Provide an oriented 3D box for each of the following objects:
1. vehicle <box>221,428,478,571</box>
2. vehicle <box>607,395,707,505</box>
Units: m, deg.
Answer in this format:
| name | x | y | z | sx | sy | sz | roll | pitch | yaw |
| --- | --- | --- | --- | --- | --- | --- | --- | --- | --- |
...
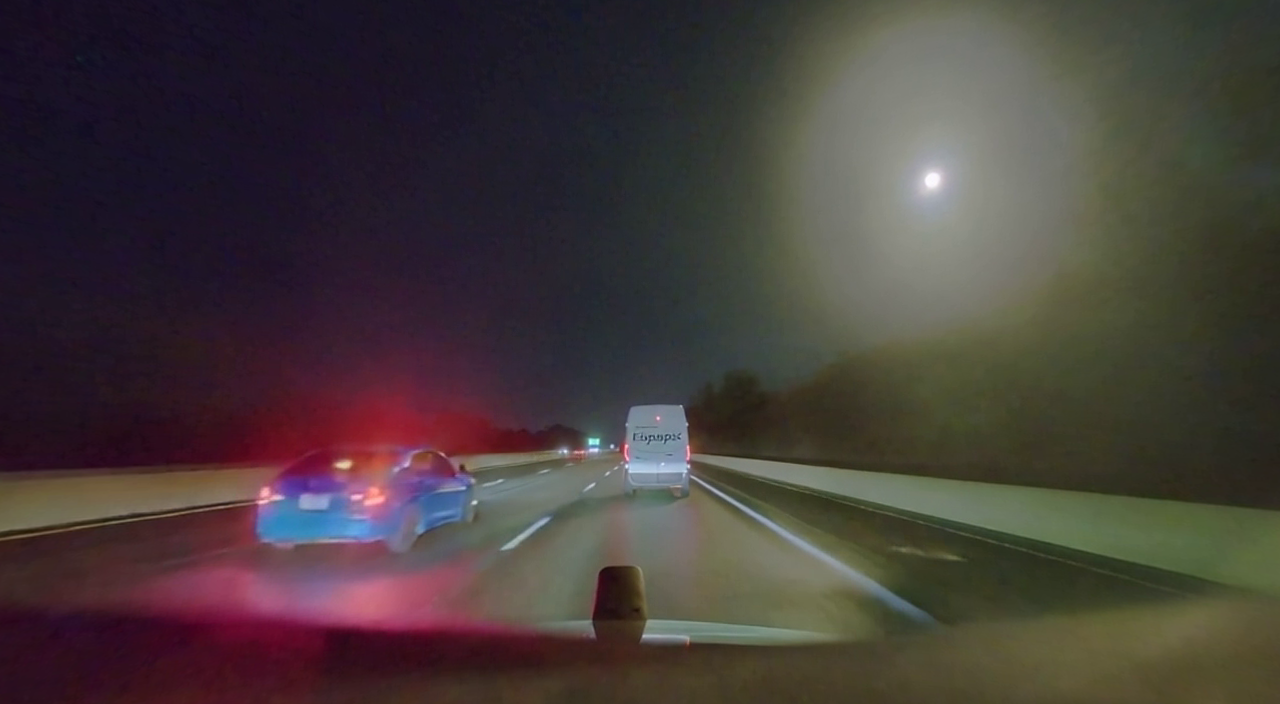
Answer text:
| name | x | y | z | sx | sy | sz | roll | pitch | yaw |
| --- | --- | --- | --- | --- | --- | --- | --- | --- | --- |
| vehicle | -3.575 | 1.851 | 8.564 | 1.788 | 1.500 | 3.475 | 0 | -9 | 0 |
| vehicle | 0.314 | 2.683 | 17.440 | 2.332 | 2.558 | 5.314 | 0 | -9 | -2 |
